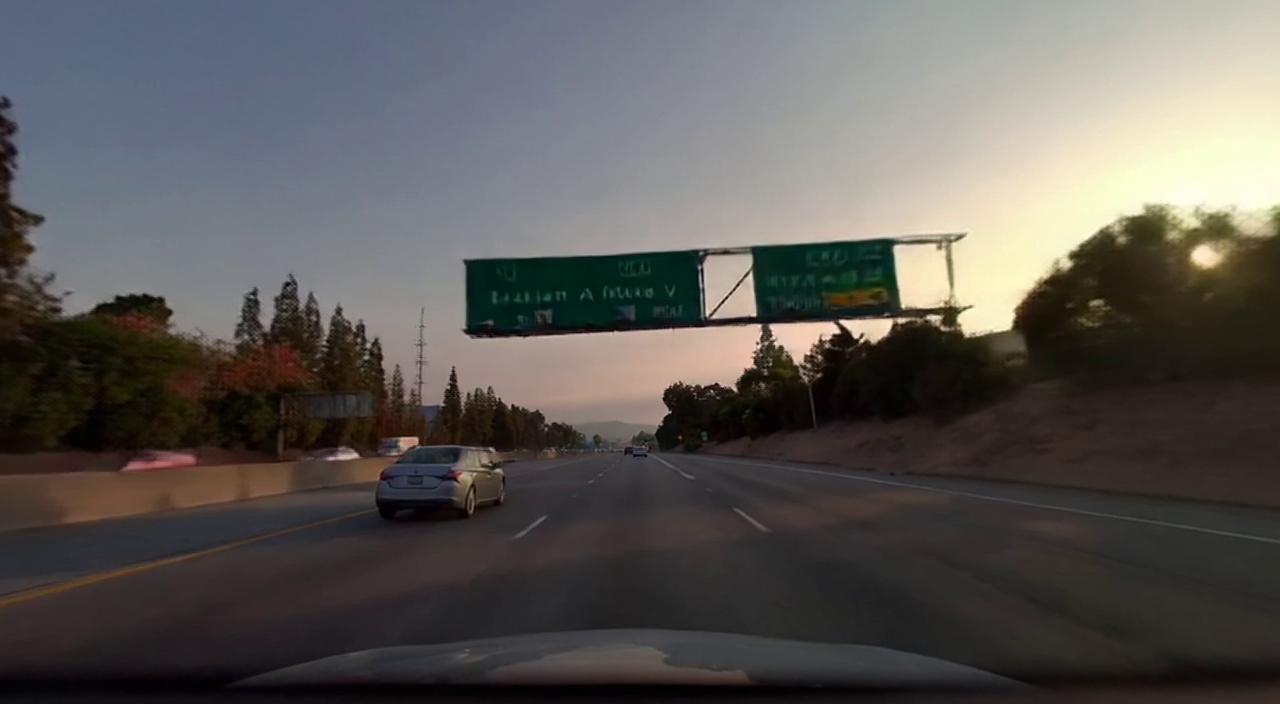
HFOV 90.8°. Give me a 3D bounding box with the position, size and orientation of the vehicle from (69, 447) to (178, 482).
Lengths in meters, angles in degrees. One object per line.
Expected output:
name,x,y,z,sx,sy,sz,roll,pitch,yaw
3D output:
vehicle,-28.011,6.082,34.502,1.975,1.721,4.697,0,-8,0

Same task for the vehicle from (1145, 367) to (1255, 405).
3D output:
vehicle,32.432,2.064,36.799,2.014,1.774,4.550,1,-8,-5

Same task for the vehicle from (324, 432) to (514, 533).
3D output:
vehicle,-3.876,2.348,12.030,2.050,1.547,4.266,0,-8,0
